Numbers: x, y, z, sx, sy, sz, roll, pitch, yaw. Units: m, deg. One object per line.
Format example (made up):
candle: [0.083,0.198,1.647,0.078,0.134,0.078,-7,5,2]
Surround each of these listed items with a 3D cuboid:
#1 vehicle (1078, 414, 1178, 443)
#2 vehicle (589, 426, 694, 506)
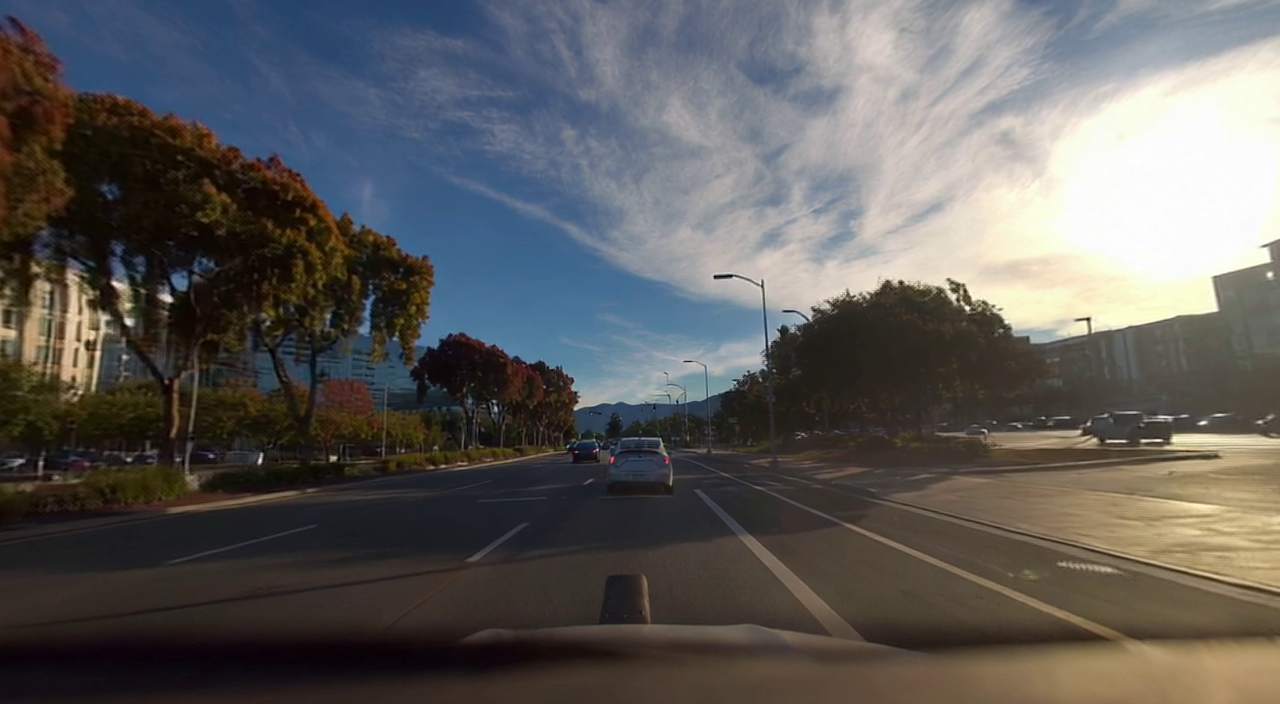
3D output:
vehicle: [31.923,5.099,41.463,4.903,1.767,2.105,-5,-10,31]
vehicle: [0.052,2.695,15.305,2.199,1.652,4.101,0,-8,1]
